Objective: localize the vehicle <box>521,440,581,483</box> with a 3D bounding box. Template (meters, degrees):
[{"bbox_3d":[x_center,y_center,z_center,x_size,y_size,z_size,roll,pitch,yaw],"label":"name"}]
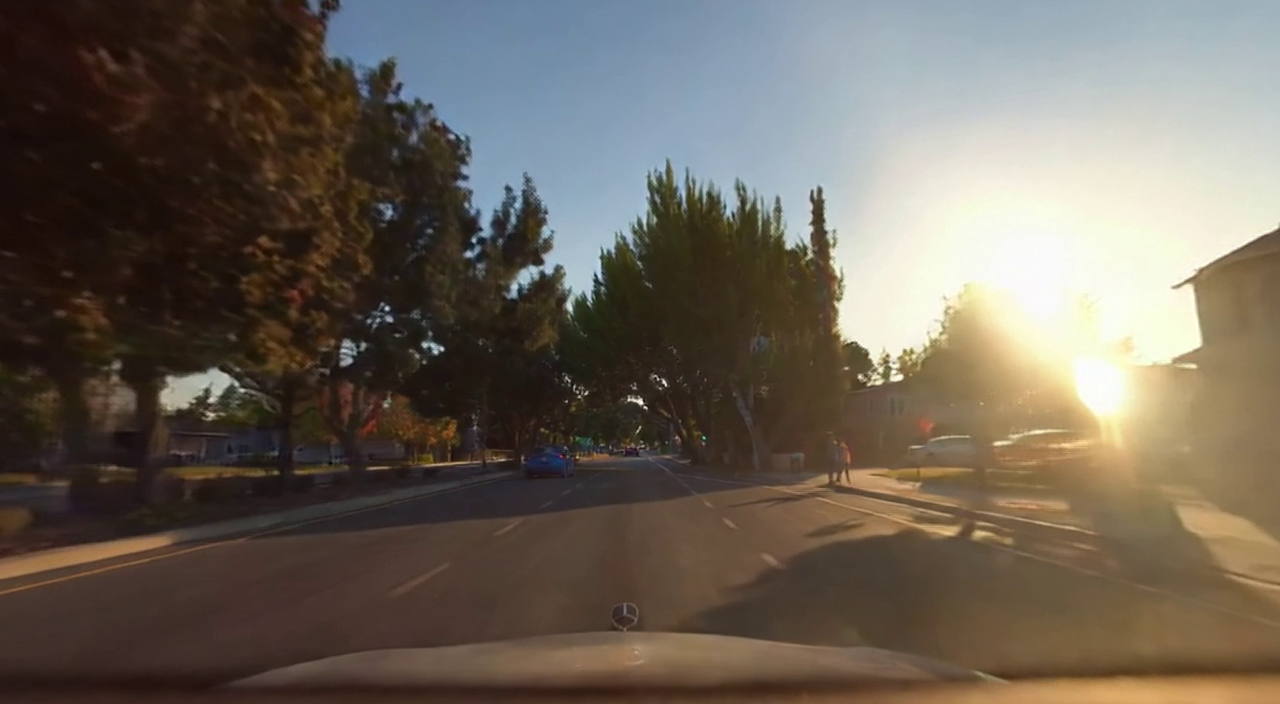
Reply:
[{"bbox_3d":[-3.854,4.800,28.085,1.993,1.733,4.262,0,-9,1],"label":"vehicle"}]
